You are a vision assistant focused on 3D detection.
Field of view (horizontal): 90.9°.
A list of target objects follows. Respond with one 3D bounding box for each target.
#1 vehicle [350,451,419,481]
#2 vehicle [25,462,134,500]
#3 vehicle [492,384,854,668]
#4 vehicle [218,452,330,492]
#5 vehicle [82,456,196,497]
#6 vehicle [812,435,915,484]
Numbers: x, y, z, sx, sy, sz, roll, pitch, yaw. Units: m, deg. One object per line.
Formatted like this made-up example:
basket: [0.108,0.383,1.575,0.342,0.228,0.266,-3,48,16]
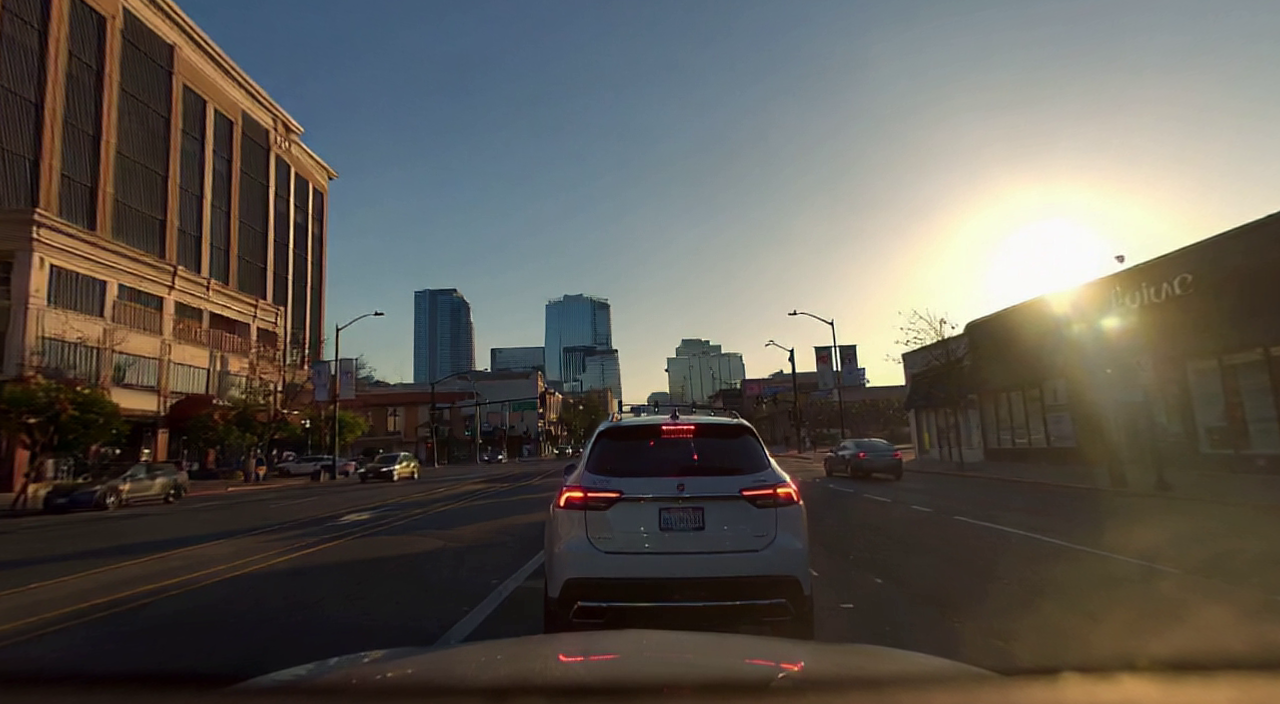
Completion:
vehicle: [-13.745,6.128,34.160,1.991,1.486,3.844,0,-8,2]
vehicle: [-28.666,6.602,32.431,2.018,1.716,4.042,-1,-10,-5]
vehicle: [0.196,1.309,5.738,2.125,1.669,3.880,0,-8,0]
vehicle: [-17.416,5.700,30.329,1.981,1.659,4.608,-3,-9,13]
vehicle: [-25.862,6.405,32.806,2.026,1.808,4.835,0,-8,-2]
vehicle: [7.325,3.572,21.187,1.914,1.470,4.213,0,-8,0]
